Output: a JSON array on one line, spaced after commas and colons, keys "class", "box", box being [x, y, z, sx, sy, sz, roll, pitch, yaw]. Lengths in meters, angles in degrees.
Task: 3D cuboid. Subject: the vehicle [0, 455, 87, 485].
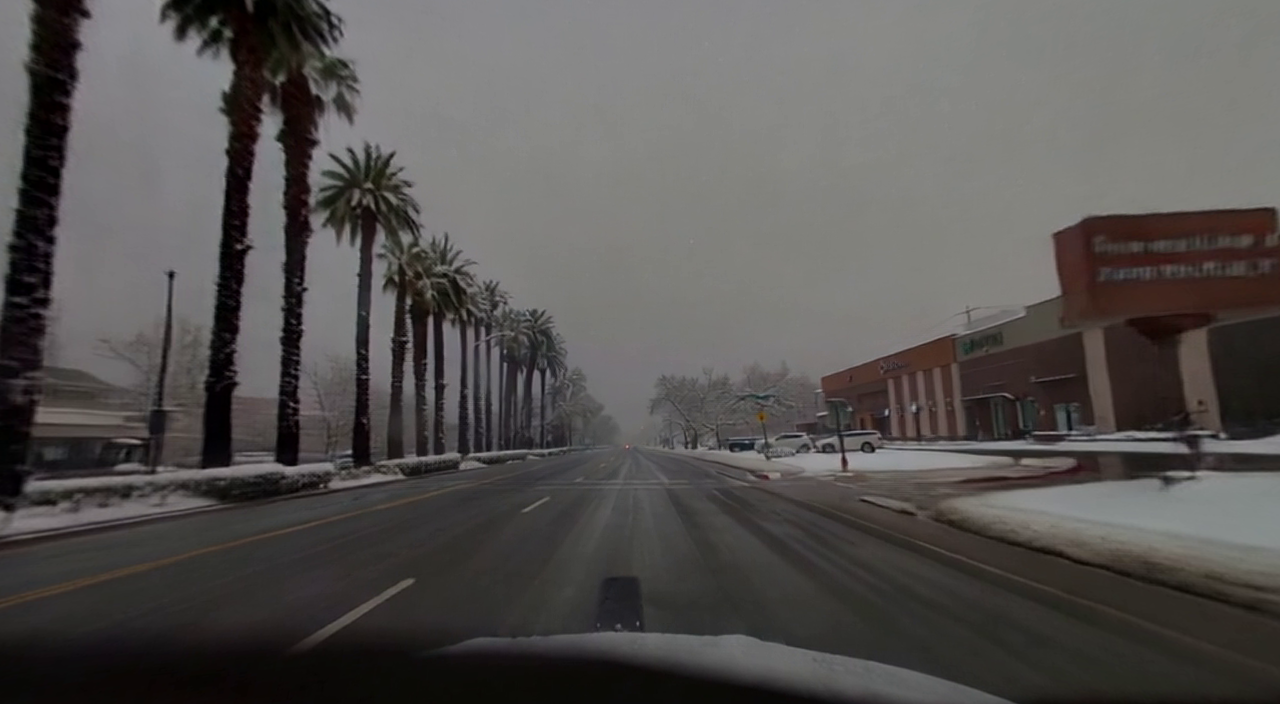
[{"class": "vehicle", "box": [-37.183, 7.118, 38.205, 5.410, 1.633, 2.366, 7, -11, -39]}]

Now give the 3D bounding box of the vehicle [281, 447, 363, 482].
[{"class": "vehicle", "box": [-16.674, 5.873, 33.370, 1.876, 1.460, 4.483, -4, -7, 3]}]

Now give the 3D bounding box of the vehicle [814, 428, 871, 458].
[{"class": "vehicle", "box": [12.454, 5.675, 39.213, 1.909, 1.686, 4.670, 0, -9, 0]}]
